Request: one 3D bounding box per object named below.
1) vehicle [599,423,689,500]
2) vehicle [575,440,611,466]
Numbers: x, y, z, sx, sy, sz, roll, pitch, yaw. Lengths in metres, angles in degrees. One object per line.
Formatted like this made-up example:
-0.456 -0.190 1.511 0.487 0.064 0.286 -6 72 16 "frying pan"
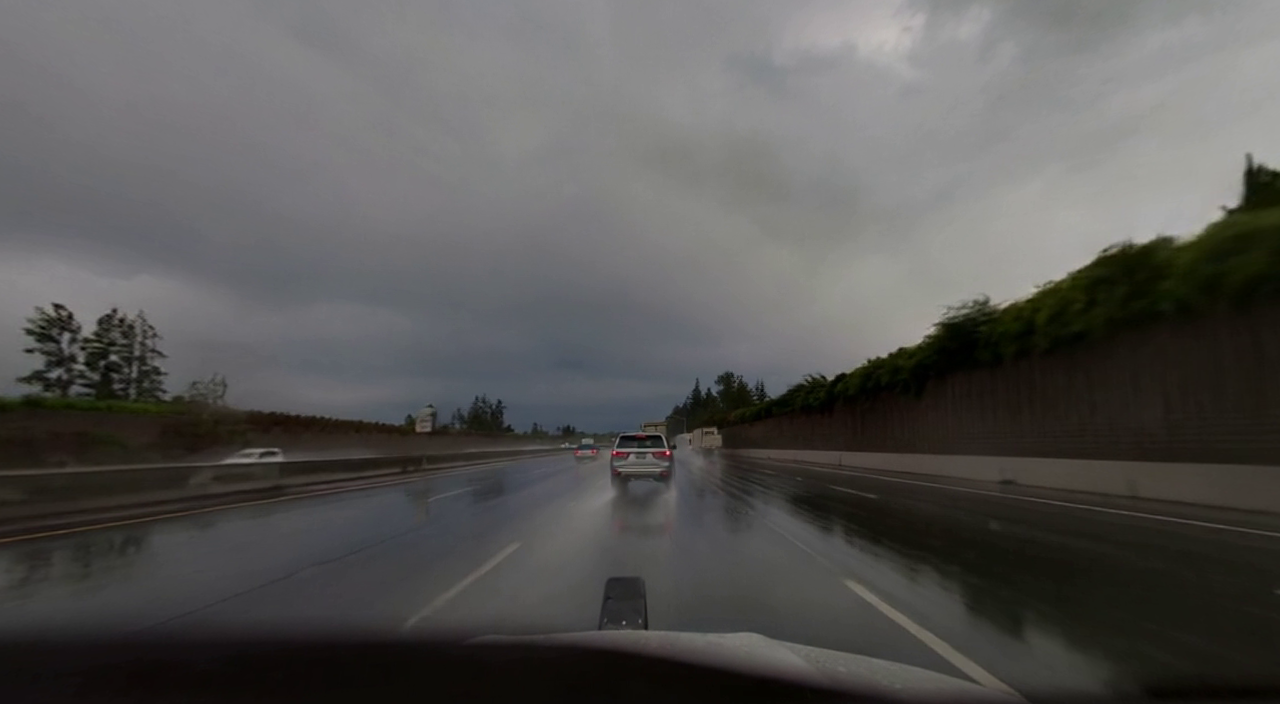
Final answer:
0.107 2.895 17.041 2.114 1.787 4.365 0 -8 0 "vehicle"
-2.913 6.371 40.017 1.927 1.555 3.959 0 -8 1 "vehicle"
